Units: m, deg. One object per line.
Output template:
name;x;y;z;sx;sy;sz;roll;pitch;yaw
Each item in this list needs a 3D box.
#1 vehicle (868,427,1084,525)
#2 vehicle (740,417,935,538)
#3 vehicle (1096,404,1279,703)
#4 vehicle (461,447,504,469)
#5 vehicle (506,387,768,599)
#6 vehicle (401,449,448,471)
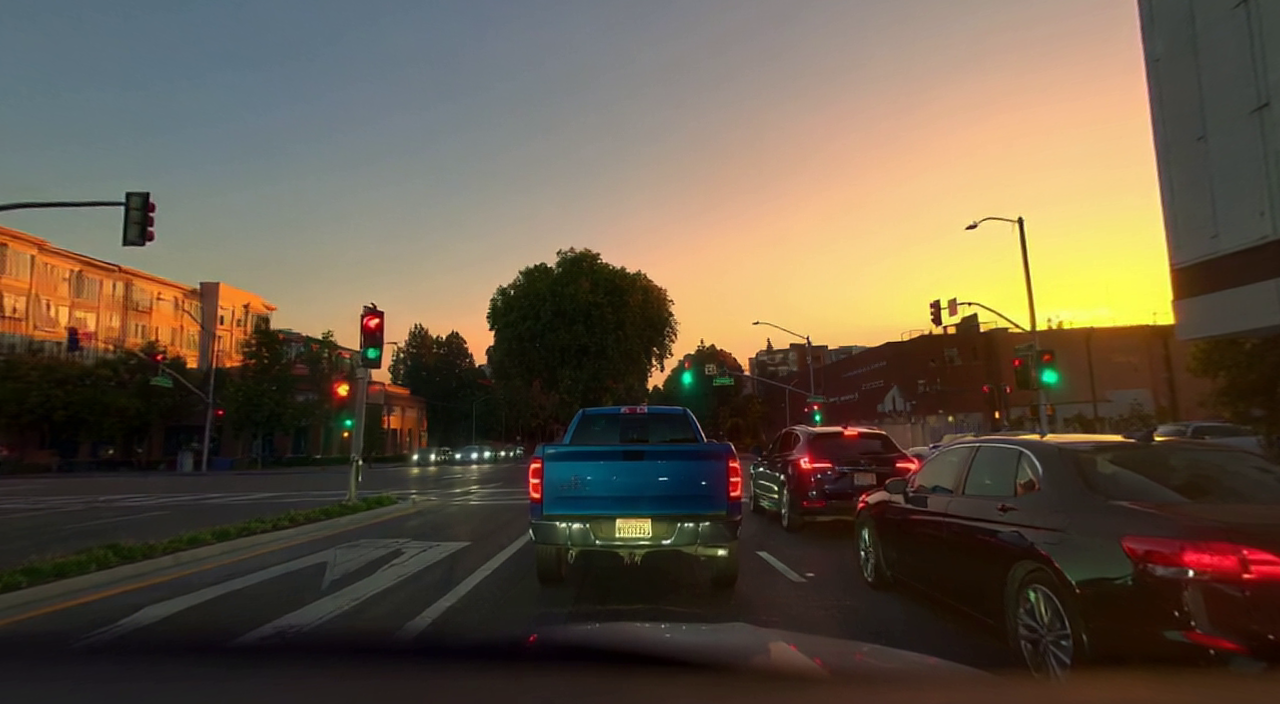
vehicle;6.535;2.434;12.993;2.002;1.651;4.305;0;-8;-1
vehicle;3.233;2.155;11.478;2.013;1.742;4.424;0;-8;-1
vehicle;3.248;0.712;0.794;2.057;1.463;4.365;0;-8;0
vehicle;-11.747;7.912;47.399;1.989;1.459;4.667;0;-8;0
vehicle;-0.127;1.592;8.037;2.344;1.883;4.572;0;-8;-3
vehicle;-15.818;7.893;46.549;1.915;1.491;4.347;0;-8;1
